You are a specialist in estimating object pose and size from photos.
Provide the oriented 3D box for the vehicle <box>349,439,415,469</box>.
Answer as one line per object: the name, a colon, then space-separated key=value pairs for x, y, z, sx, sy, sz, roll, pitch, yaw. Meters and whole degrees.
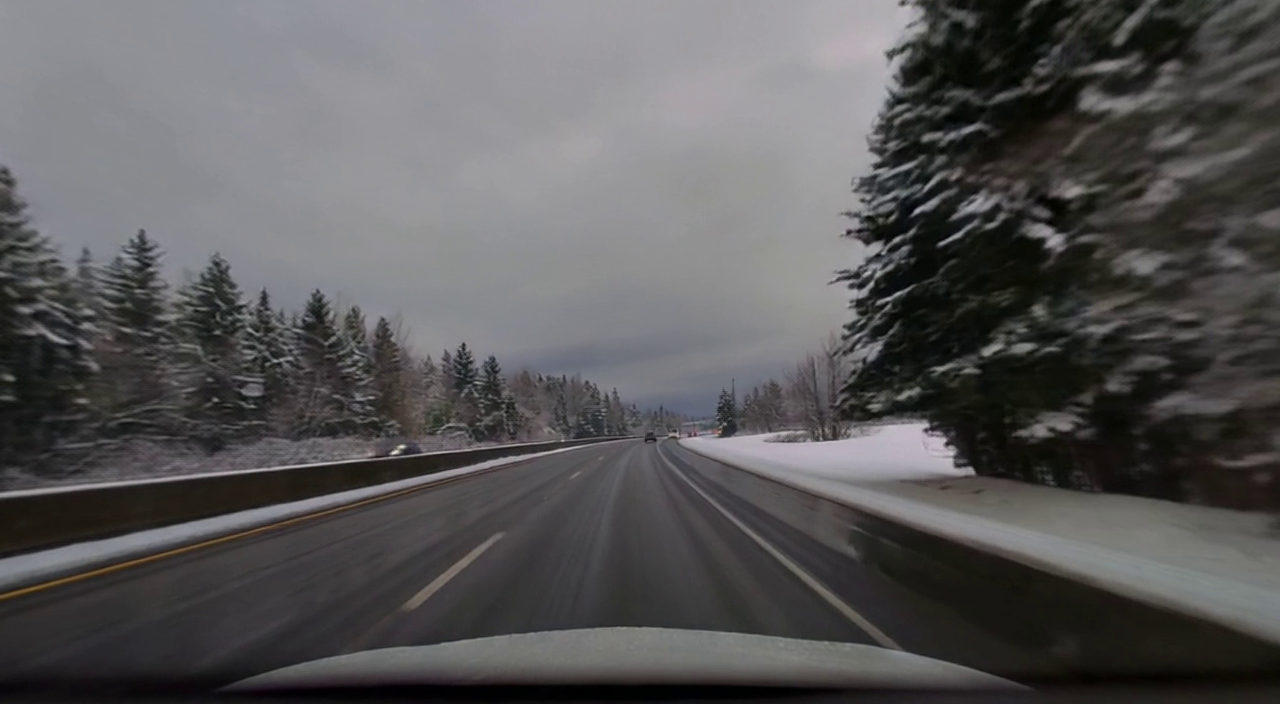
vehicle: x=-14.819 y=5.856 z=36.400 sx=1.949 sy=1.553 sz=4.335 roll=0 pitch=-8 yaw=1
